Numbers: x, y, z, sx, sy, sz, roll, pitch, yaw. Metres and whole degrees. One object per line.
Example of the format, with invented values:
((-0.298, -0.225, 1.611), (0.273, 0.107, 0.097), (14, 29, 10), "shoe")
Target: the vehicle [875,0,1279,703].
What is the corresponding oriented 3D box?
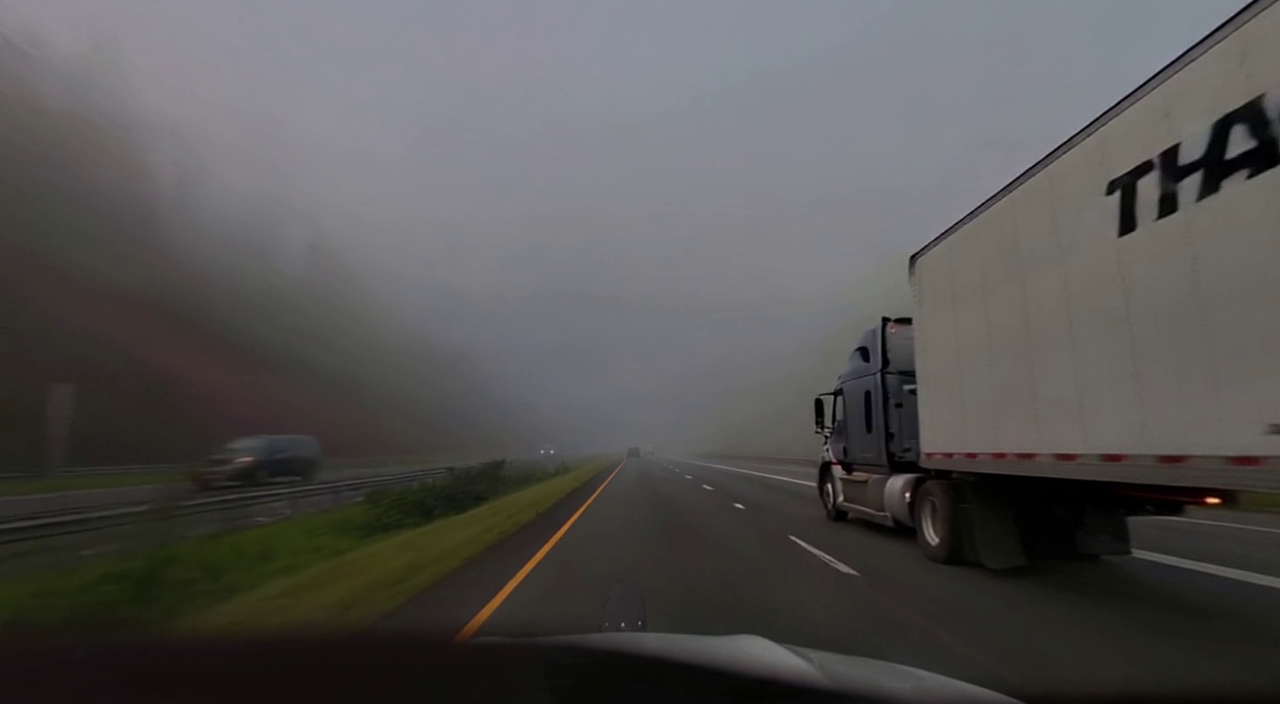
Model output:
((4.902, -0.444, 1.601), (2.983, 4.030, 14.444), (0, -9, 0), "vehicle")
